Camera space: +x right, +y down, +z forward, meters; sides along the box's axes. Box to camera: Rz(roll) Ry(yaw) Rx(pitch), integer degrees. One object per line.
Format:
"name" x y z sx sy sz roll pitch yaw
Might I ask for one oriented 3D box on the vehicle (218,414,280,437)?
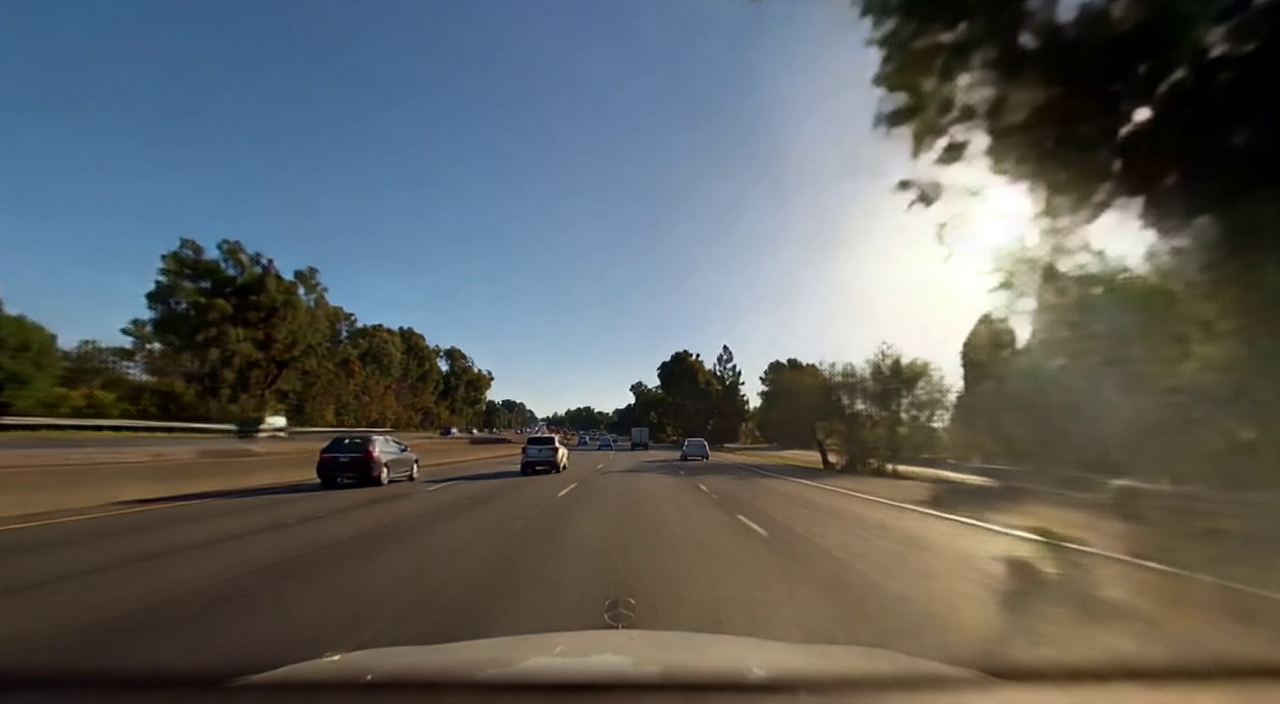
"vehicle" -29.232 5.552 47.193 1.825 1.511 4.219 0 -9 2

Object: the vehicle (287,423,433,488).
"vehicle" -8.246 3.120 19.130 2.237 1.703 4.681 0 -9 0

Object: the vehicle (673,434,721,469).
"vehicle" 2.939 5.263 33.350 2.053 1.698 4.097 0 -9 -1

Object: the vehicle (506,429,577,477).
"vehicle" -3.707 3.900 24.417 2.002 1.680 4.301 0 -9 1
